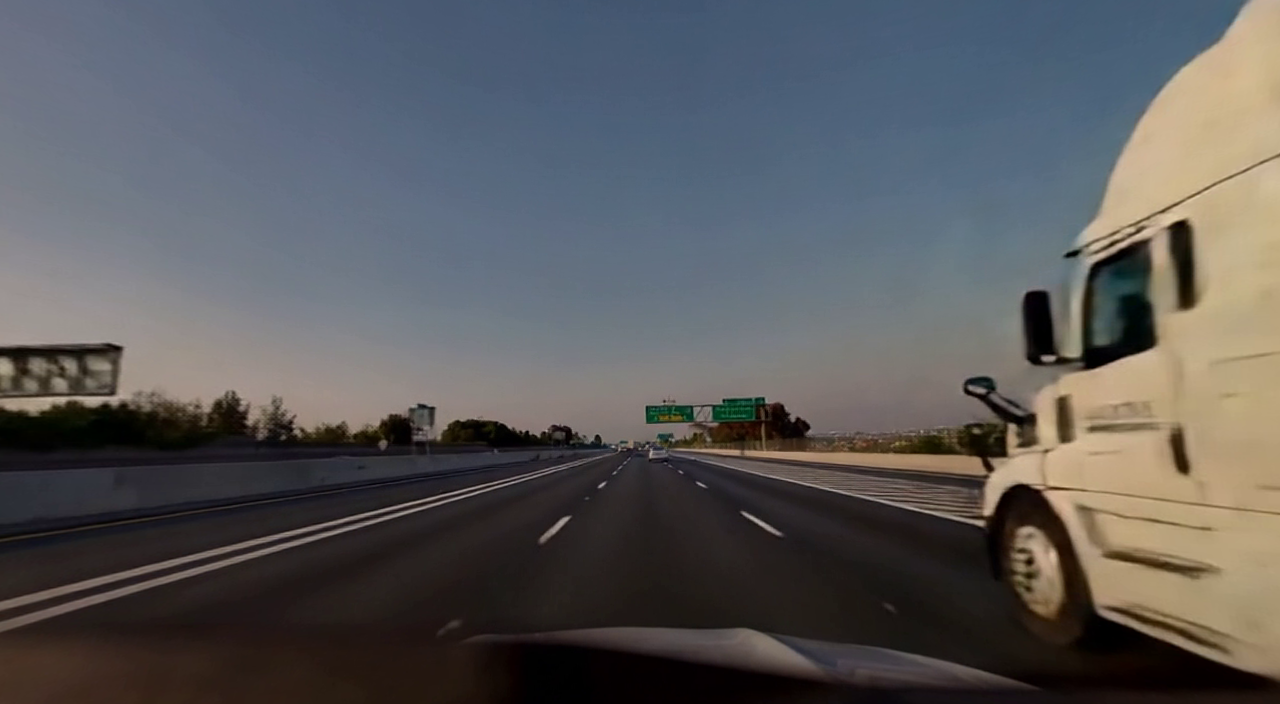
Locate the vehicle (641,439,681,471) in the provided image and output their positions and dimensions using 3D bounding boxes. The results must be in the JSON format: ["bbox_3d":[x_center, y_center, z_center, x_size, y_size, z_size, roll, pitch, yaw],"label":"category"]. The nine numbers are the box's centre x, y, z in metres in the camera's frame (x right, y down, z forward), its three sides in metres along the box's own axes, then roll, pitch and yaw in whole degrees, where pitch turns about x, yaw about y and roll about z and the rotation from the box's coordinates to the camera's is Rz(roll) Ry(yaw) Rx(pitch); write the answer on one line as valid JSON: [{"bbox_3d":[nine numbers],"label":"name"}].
[{"bbox_3d":[1.086,5.679,34.828,2.050,1.654,4.192,0,-8,0],"label":"vehicle"}]
